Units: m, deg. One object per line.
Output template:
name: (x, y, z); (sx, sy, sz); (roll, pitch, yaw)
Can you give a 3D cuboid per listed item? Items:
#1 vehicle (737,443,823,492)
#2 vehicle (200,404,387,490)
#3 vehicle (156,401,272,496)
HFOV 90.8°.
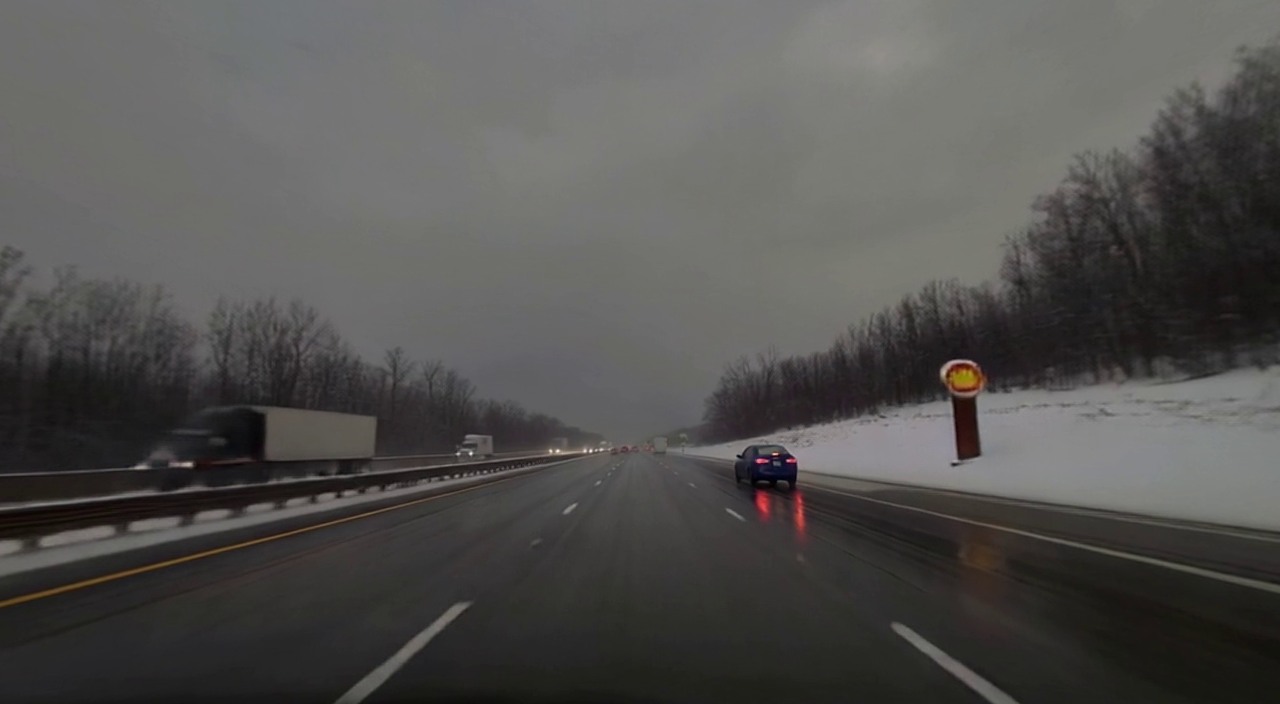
vehicle: (4.617, 3.861, 21.422); (1.967, 1.472, 3.751); (0, -9, -2)
vehicle: (-19.256, 5.597, 37.018); (2.888, 4.058, 14.195); (0, -9, 0)
vehicle: (-19.209, 4.365, 28.667); (2.999, 4.006, 2.848); (0, -9, 0)
